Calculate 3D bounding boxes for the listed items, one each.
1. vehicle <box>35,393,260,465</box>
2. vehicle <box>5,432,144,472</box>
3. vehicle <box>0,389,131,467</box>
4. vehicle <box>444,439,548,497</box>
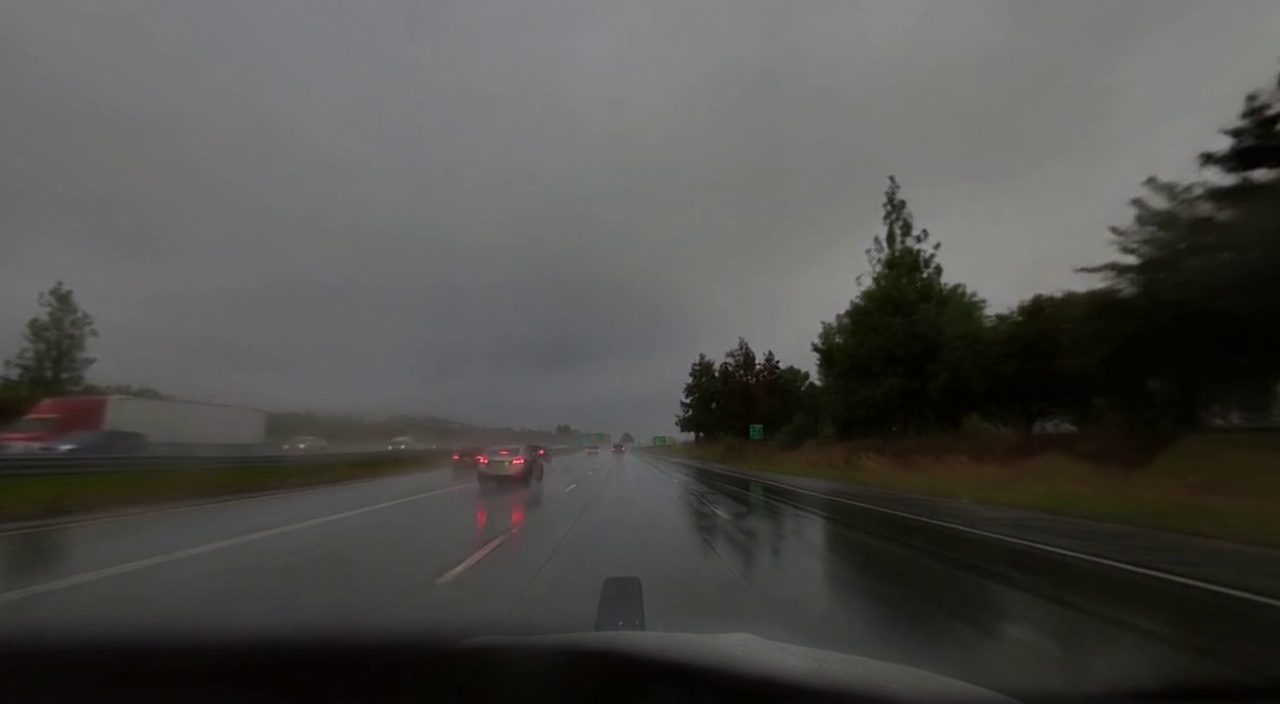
[{"bbox_3d":[-33.551,5.723,44.966,2.900,4.172,16.828,0,-9,-1],"label":"vehicle"},{"bbox_3d":[-25.128,4.474,28.350,1.962,1.659,4.592,0,-9,-1],"label":"vehicle"},{"bbox_3d":[-33.181,4.391,35.732,2.988,3.971,6.742,0,-9,-2],"label":"vehicle"},{"bbox_3d":[-4.147,3.436,19.067,2.073,1.516,4.478,0,-9,0],"label":"vehicle"}]
